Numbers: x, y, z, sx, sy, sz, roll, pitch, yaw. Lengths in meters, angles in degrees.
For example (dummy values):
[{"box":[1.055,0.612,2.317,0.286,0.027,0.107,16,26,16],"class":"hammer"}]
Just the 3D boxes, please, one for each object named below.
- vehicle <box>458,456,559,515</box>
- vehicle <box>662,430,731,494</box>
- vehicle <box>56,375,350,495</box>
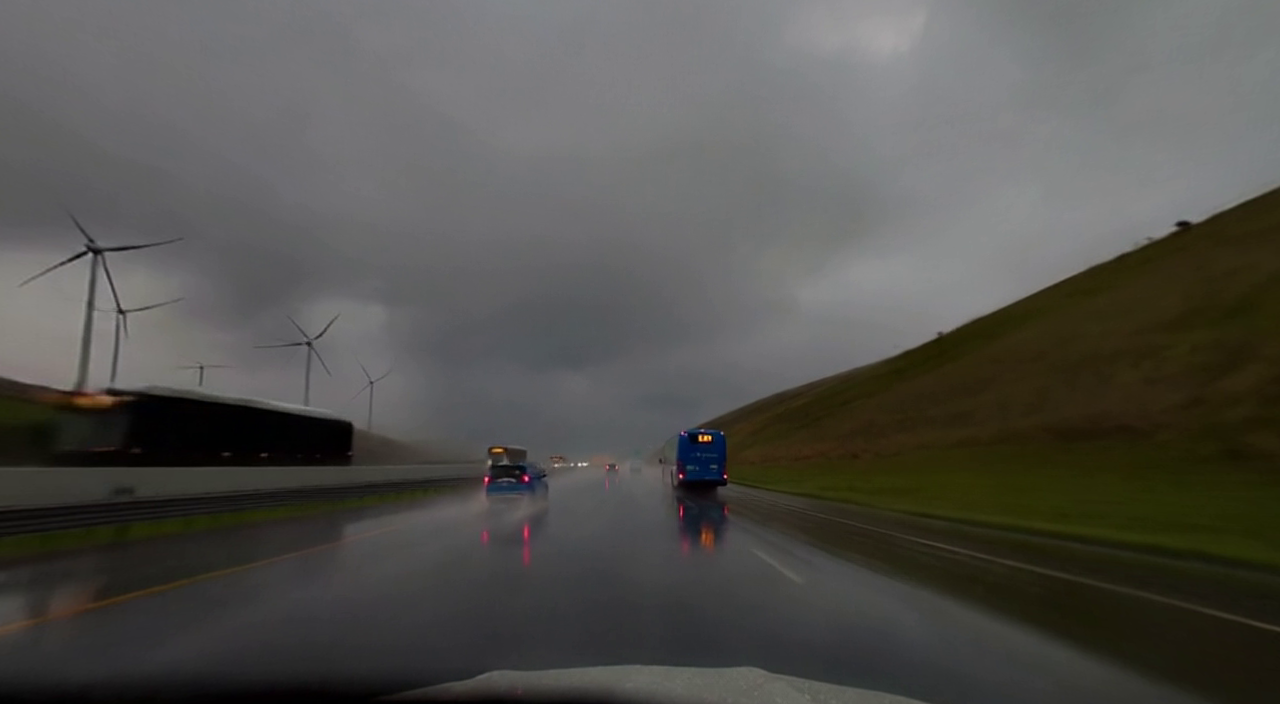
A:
[{"box":[-3.899,4.088,19.530,2.213,1.568,4.274,1,-10,0],"class":"vehicle"},{"box":[3.478,7.618,43.150,2.941,3.574,14.463,1,-10,-2],"class":"vehicle"},{"box":[-19.172,4.402,30.427,2.910,4.247,16.020,1,-10,-1],"class":"vehicle"}]
